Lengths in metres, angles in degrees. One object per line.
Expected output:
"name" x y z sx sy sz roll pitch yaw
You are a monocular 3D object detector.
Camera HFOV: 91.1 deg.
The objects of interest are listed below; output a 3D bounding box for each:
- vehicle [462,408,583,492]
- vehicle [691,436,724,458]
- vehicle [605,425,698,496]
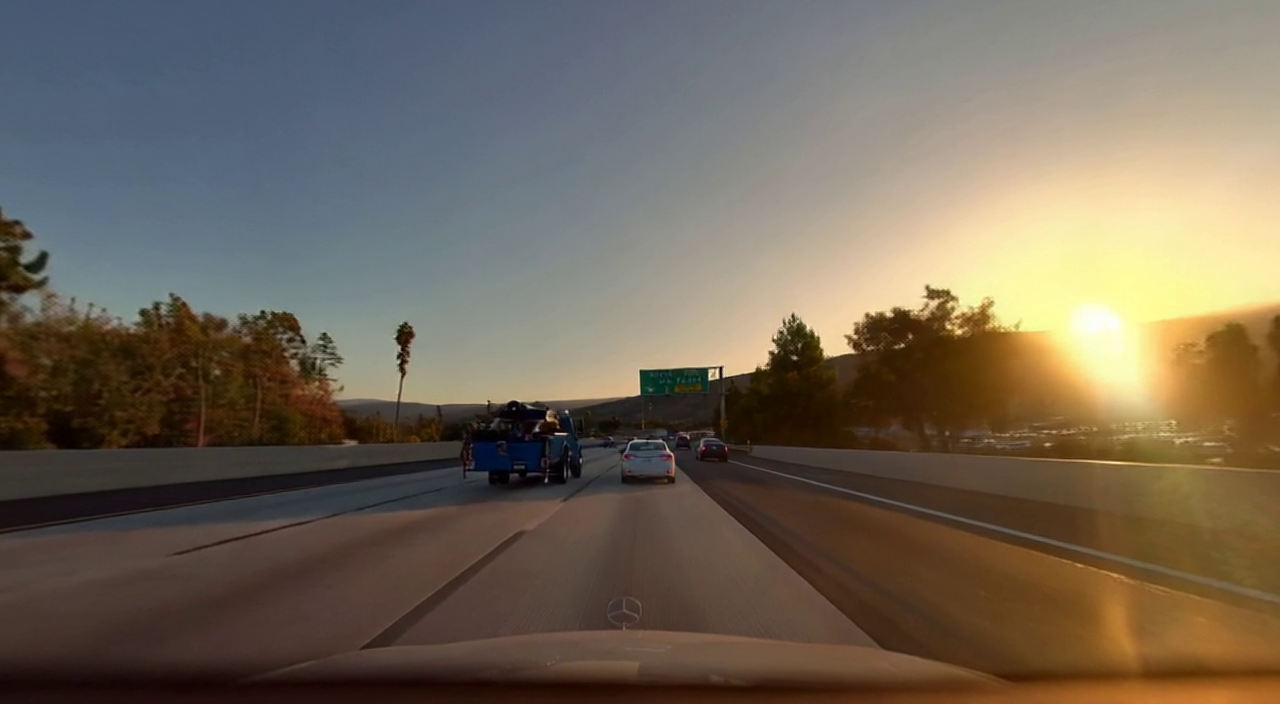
"vehicle" -3.249 2.910 18.898 2.526 2.146 5.594 0 -8 0
"vehicle" 5.242 7.408 49.148 2.079 1.656 4.506 0 -8 0
"vehicle" 0.290 2.871 16.953 2.165 1.653 4.456 0 -8 1
